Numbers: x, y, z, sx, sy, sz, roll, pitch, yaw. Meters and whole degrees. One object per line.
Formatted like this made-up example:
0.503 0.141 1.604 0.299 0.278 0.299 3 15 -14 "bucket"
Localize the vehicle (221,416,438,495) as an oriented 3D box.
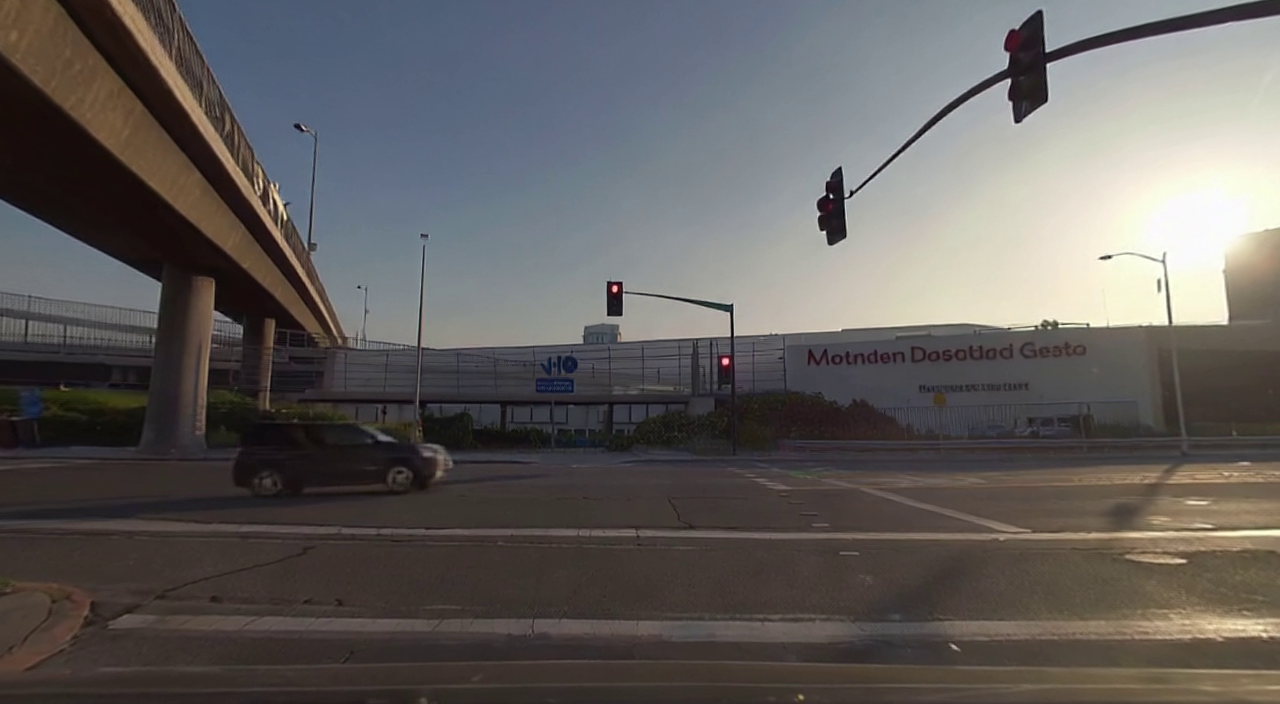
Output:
-6.803 2.311 14.246 3.897 1.637 1.832 0 -8 -4 "vehicle"
